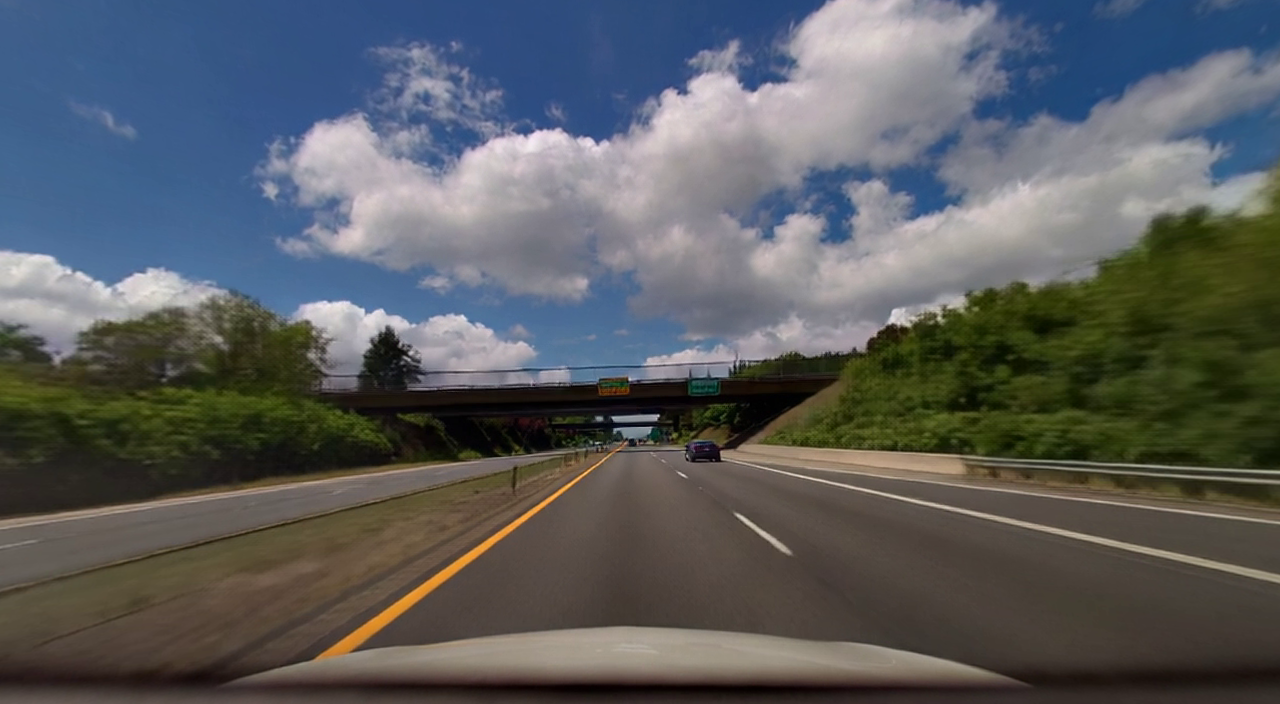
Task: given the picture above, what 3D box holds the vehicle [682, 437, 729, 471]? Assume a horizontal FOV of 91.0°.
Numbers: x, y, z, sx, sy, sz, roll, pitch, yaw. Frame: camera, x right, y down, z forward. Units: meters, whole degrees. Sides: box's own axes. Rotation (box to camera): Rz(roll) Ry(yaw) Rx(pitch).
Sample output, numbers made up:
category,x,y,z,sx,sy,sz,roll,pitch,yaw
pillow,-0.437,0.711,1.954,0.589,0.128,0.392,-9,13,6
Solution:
category,x,y,z,sx,sy,sz,roll,pitch,yaw
vehicle,3.069,4.851,30.144,1.781,1.470,3.540,0,-8,-2
